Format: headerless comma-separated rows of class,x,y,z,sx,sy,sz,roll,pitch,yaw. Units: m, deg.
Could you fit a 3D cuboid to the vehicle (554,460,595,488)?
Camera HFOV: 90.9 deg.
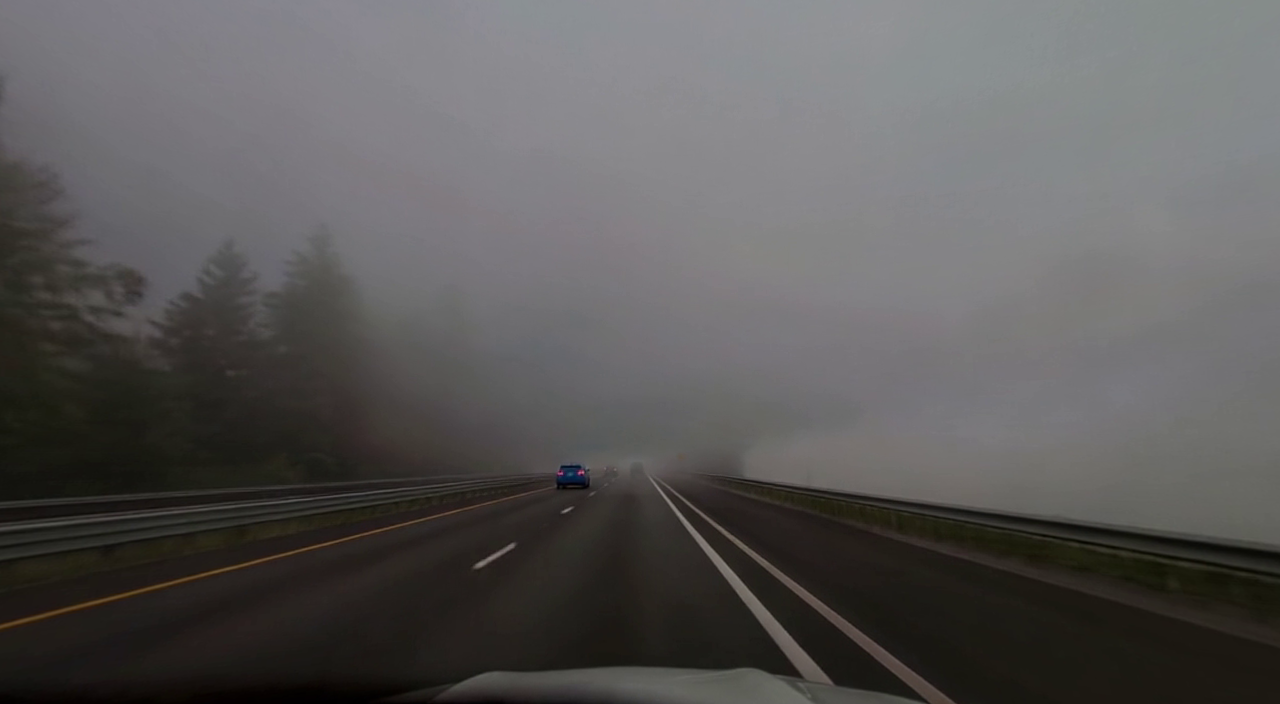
vehicle,-4.001,7.565,39.267,2.081,1.586,4.245,1,-10,0
